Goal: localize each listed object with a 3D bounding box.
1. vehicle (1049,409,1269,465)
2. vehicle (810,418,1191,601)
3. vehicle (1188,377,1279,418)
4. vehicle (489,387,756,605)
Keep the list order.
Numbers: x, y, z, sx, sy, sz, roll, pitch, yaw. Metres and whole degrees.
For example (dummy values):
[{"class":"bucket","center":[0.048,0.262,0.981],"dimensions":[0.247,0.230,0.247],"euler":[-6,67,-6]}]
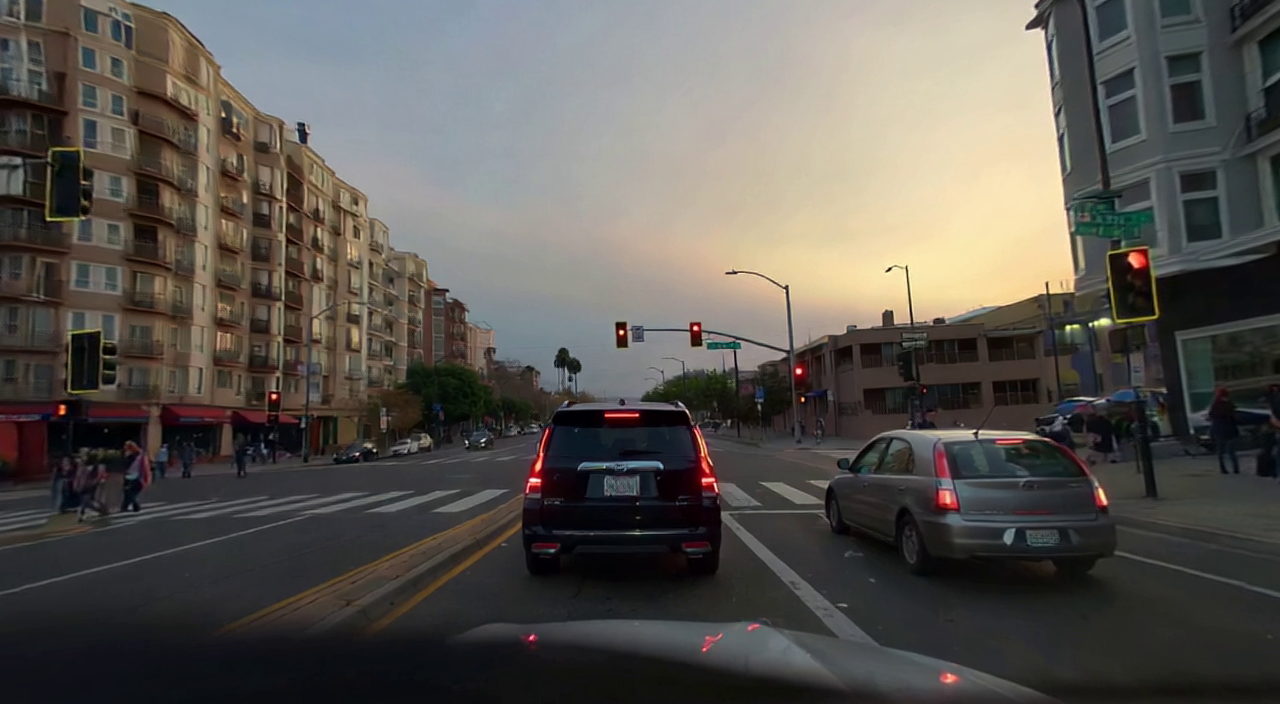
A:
[{"class":"vehicle","center":[14.274,2.382,17.608],"dimensions":[4.354,1.466,1.863],"euler":[-1,-8,2]},{"class":"vehicle","center":[3.683,1.677,7.694],"dimensions":[1.987,1.538,4.510],"euler":[0,-8,0]},{"class":"vehicle","center":[26.590,1.984,27.167],"dimensions":[4.287,1.639,1.729],"euler":[0,-8,1]},{"class":"vehicle","center":[-0.137,1.484,7.318],"dimensions":[2.168,1.776,4.135],"euler":[0,-8,0]}]
